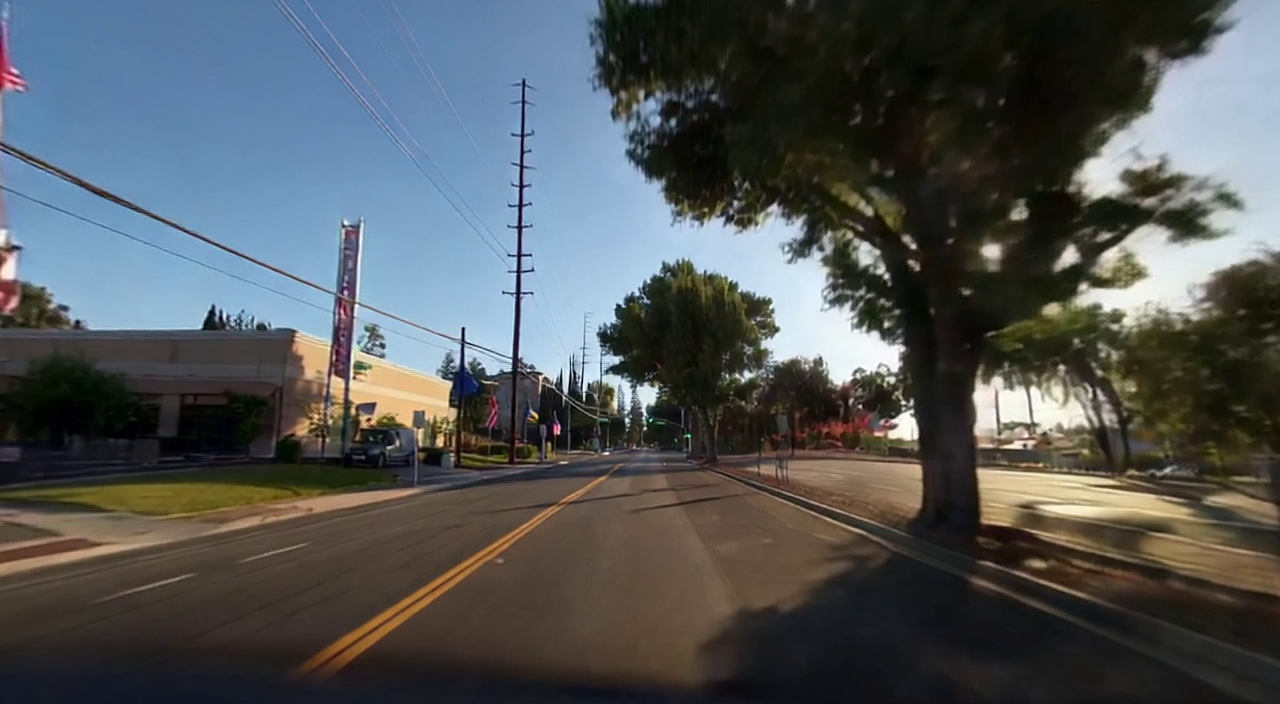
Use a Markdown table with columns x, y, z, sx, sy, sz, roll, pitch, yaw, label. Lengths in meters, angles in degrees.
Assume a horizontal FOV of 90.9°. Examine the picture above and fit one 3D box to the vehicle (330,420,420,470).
| x | y | z | sx | sy | sz | roll | pitch | yaw | label |
| --- | --- | --- | --- | --- | --- | --- | --- | --- | --- |
| -13.064 | 4.650 | 31.623 | 2.476 | 2.256 | 5.686 | 0 | -8 | -5 | vehicle |
